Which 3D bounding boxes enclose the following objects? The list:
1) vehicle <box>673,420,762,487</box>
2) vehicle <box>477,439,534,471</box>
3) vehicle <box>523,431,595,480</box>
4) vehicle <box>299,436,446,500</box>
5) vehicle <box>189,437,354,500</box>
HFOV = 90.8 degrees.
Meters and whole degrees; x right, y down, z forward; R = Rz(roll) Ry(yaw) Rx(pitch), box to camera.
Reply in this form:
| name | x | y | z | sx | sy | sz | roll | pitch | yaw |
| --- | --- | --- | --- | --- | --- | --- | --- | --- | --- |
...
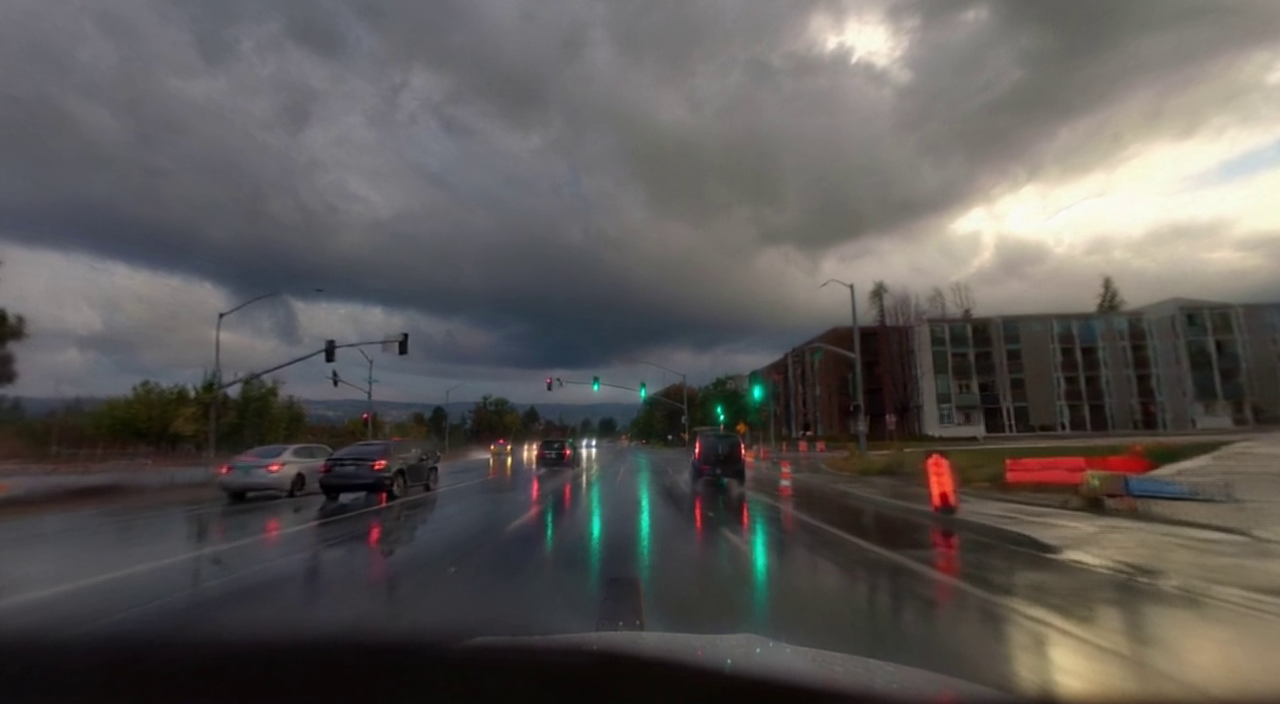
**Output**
| name | x | y | z | sx | sy | sz | roll | pitch | yaw |
| --- | --- | --- | --- | --- | --- | --- | --- | --- | --- |
| vehicle | 2.273 | 3.152 | 19.804 | 2.197 | 1.835 | 4.316 | 0 | -8 | -1 |
| vehicle | -6.653 | 5.115 | 31.662 | 1.993 | 1.492 | 3.666 | 0 | -8 | 1 |
| vehicle | -2.893 | 3.822 | 23.535 | 2.121 | 1.654 | 3.993 | 0 | -8 | 1 |
| vehicle | -7.069 | 3.091 | 17.336 | 1.928 | 1.488 | 4.635 | 0 | -8 | 1 |
| vehicle | -9.889 | 3.144 | 17.480 | 1.874 | 1.492 | 4.475 | 0 | -8 | 0 |
